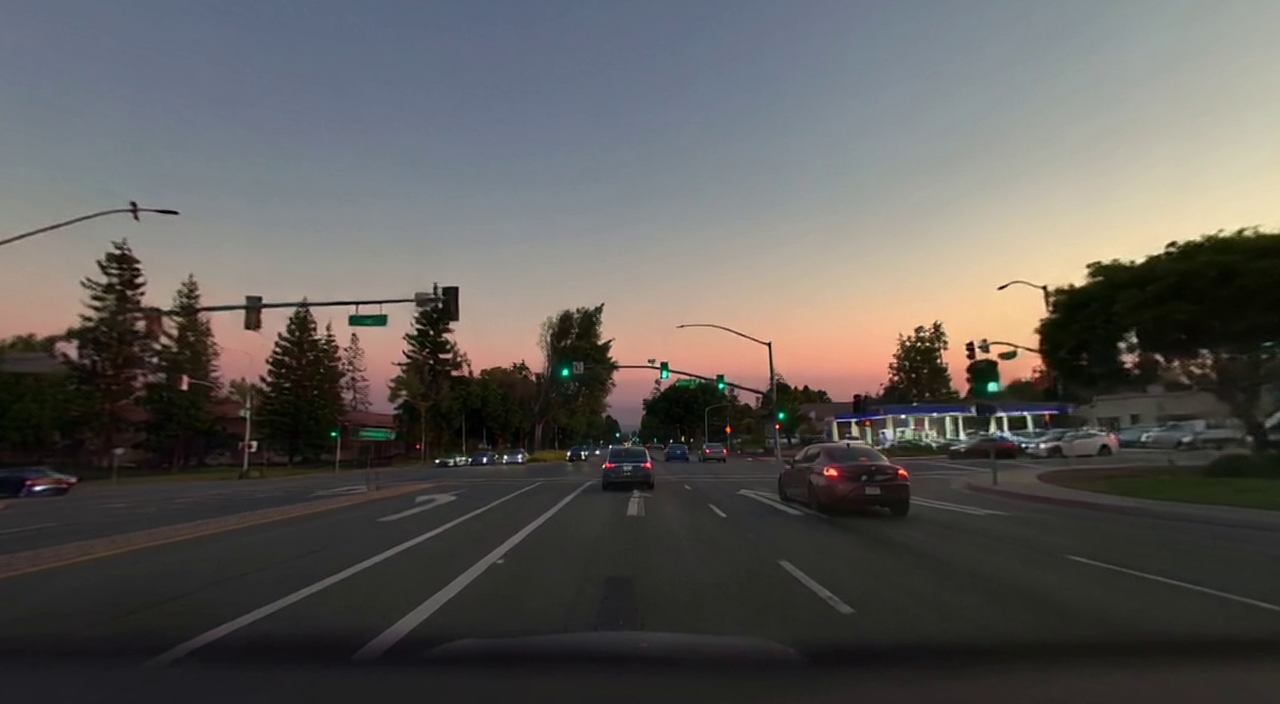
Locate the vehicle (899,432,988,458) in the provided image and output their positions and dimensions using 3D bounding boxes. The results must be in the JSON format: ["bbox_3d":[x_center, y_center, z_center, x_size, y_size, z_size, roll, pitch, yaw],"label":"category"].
[{"bbox_3d":[20.011,6.176,41.725,4.796,1.488,1.966,-2,-9,-1],"label":"vehicle"}]

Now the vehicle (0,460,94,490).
[{"bbox_3d":[-34.569,7.070,36.413,4.287,1.612,1.993,0,-8,2],"label":"vehicle"}]

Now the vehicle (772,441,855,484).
[{"bbox_3d":[6.489,4.158,24.143,1.890,1.489,4.396,0,-8,0],"label":"vehicle"}]

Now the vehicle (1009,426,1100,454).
[{"bbox_3d":[27.406,5.861,41.858,4.724,1.793,1.777,0,-8,1],"label":"vehicle"}]

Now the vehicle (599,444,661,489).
[{"bbox_3d":[-0.322,4.052,22.751,2.040,1.451,3.736,0,-8,0],"label":"vehicle"}]
